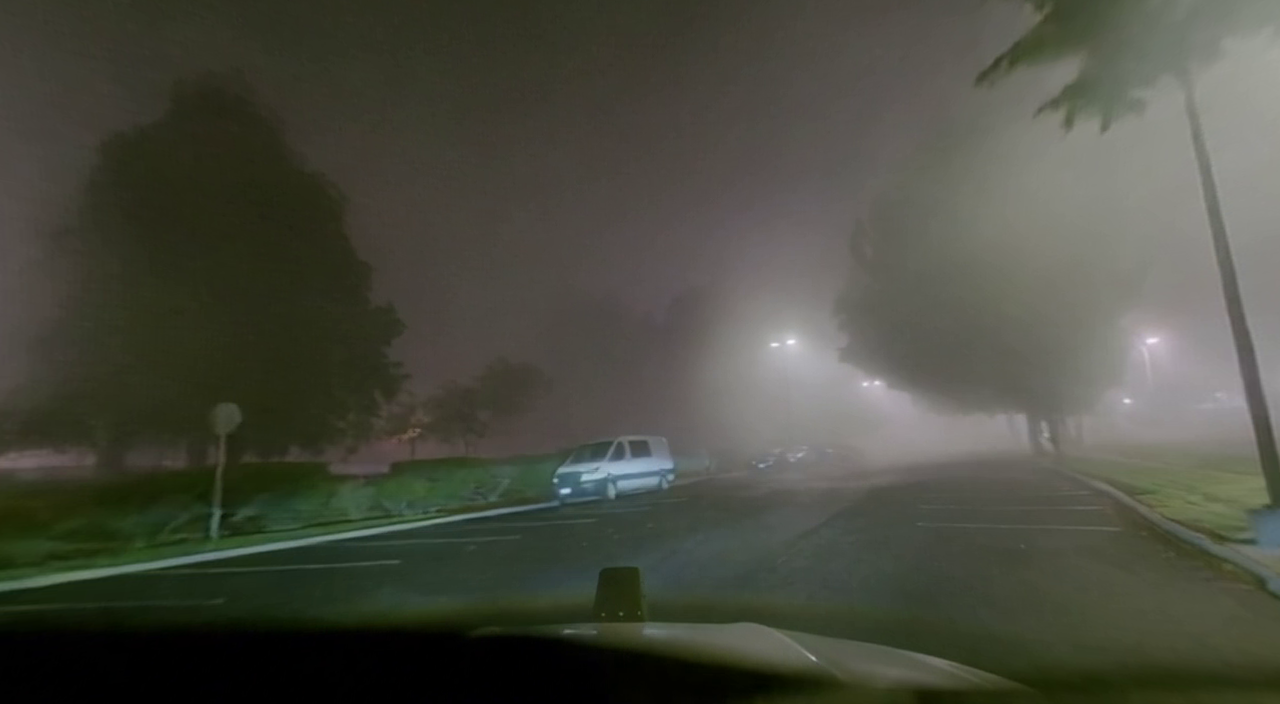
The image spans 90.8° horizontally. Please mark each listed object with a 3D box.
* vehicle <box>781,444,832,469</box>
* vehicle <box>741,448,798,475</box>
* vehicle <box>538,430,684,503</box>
[{"bbox_3d":[10.926,6.777,41.250,2.038,1.525,4.383,-5,-10,31],"label":"vehicle"},{"bbox_3d":[7.440,6.227,36.007,1.938,1.191,3.630,-13,-12,29],"label":"vehicle"},{"bbox_3d":[-0.809,3.919,22.139,2.433,2.193,5.547,-5,-10,30],"label":"vehicle"}]
